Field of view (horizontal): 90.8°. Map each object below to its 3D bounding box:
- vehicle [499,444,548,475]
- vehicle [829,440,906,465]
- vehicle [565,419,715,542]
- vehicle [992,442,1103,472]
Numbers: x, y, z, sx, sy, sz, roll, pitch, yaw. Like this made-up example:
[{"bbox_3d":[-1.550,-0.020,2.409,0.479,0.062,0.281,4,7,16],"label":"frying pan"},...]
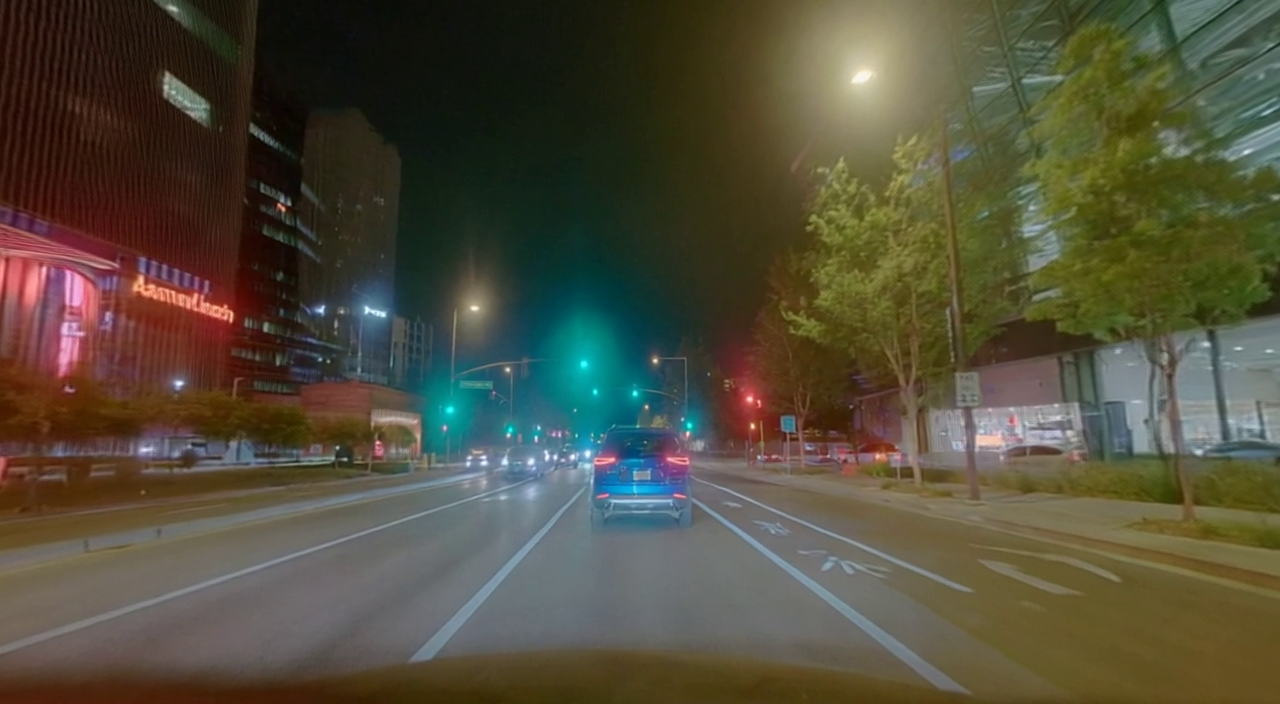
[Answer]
[{"bbox_3d":[-6.584,6.101,36.113,2.028,1.655,4.189,0,-9,-1],"label":"vehicle"},{"bbox_3d":[15.112,6.708,42.164,4.422,1.563,1.751,0,-9,-2],"label":"vehicle"},{"bbox_3d":[-0.074,2.175,11.304,2.183,1.765,4.059,0,-9,-2],"label":"vehicle"},{"bbox_3d":[22.388,5.763,34.851,4.571,1.558,2.171,0,-9,-2],"label":"vehicle"}]
